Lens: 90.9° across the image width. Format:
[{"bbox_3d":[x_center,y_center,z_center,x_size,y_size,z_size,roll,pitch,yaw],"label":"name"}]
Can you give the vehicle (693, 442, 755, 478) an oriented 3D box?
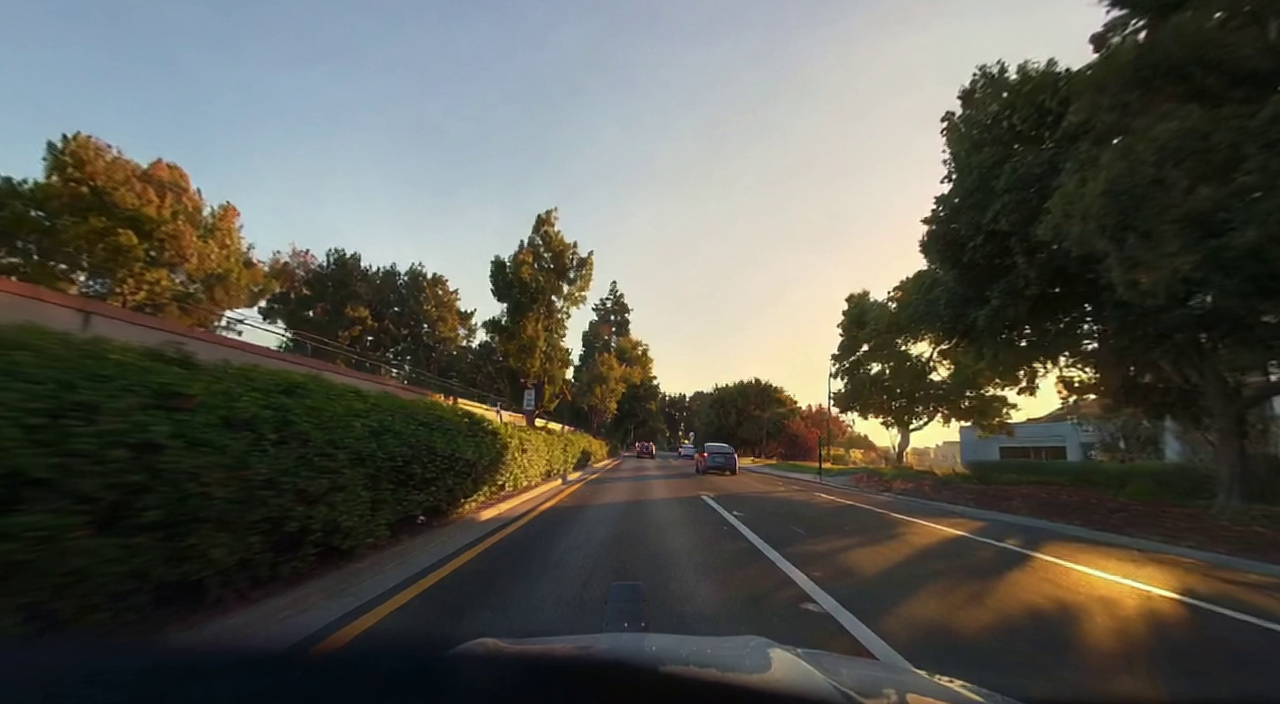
[{"bbox_3d":[3.701,4.846,28.662,1.956,1.473,4.640,0,-8,-3],"label":"vehicle"}]
